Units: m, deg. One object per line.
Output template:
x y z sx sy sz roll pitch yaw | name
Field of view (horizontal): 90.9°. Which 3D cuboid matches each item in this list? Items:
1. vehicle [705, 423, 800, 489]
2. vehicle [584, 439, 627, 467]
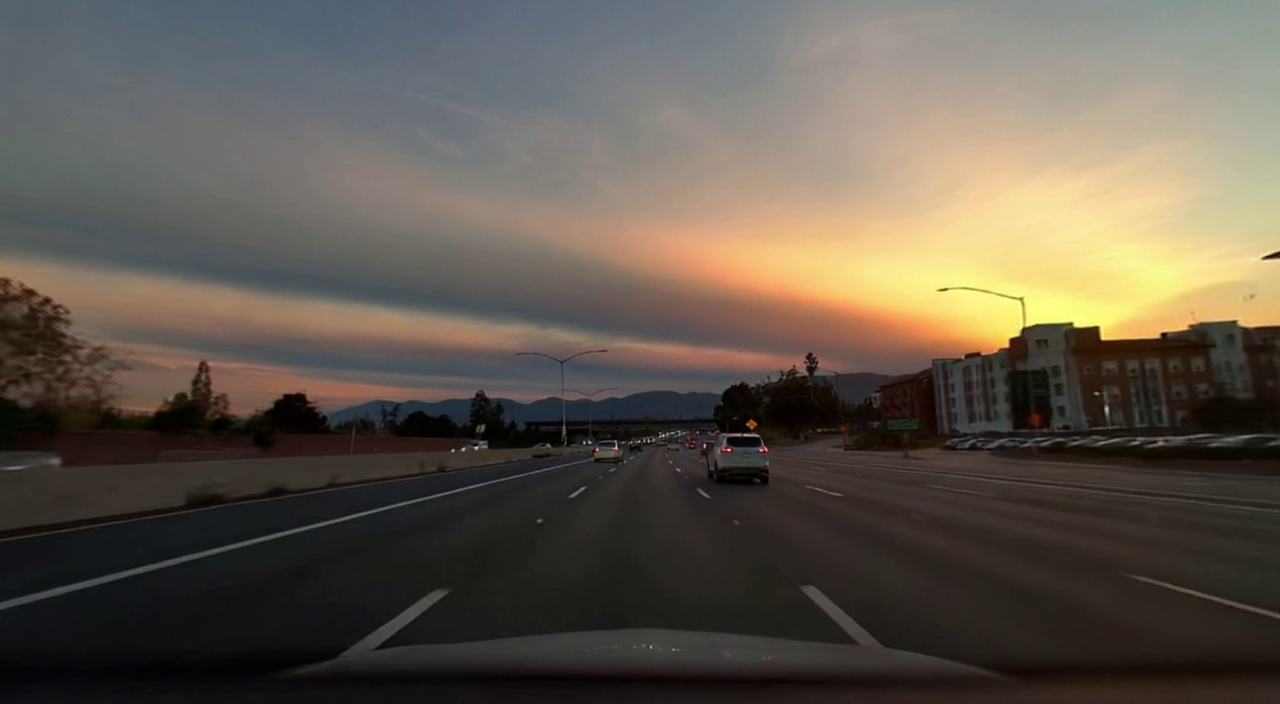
3.445 3.300 20.351 2.148 1.852 4.835 0 -8 0 | vehicle
-1.967 5.920 37.201 2.080 1.542 4.718 -1 -8 2 | vehicle
